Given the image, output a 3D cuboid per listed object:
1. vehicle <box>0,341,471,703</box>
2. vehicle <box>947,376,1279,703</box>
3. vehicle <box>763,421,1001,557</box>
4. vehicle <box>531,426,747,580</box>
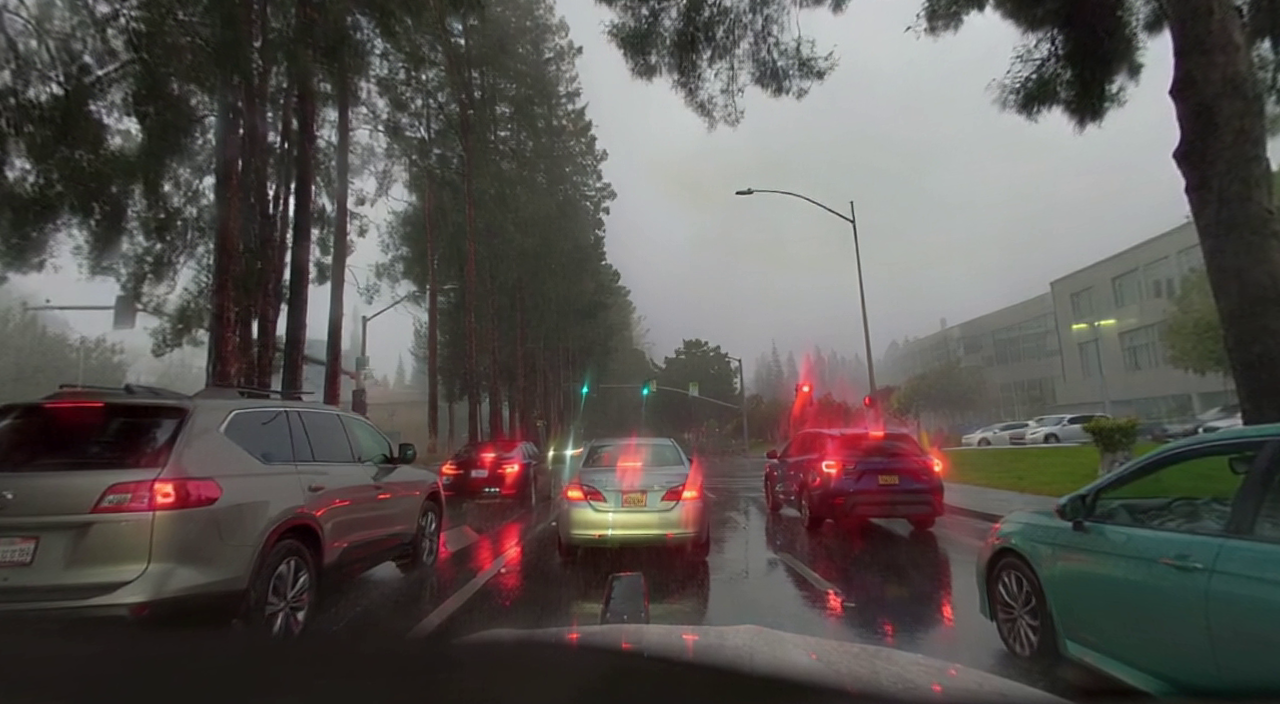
[{"bbox_3d":[-3.145,1.165,5.073,2.168,1.750,4.625,-1,-9,1],"label":"vehicle"},{"bbox_3d":[3.323,0.961,2.828,1.899,1.588,3.888,0,-9,0],"label":"vehicle"},{"bbox_3d":[3.418,2.014,10.018,2.040,1.647,4.379,0,-9,0],"label":"vehicle"},{"bbox_3d":[-0.038,1.801,8.325,2.147,1.507,3.953,0,-8,-1],"label":"vehicle"}]
